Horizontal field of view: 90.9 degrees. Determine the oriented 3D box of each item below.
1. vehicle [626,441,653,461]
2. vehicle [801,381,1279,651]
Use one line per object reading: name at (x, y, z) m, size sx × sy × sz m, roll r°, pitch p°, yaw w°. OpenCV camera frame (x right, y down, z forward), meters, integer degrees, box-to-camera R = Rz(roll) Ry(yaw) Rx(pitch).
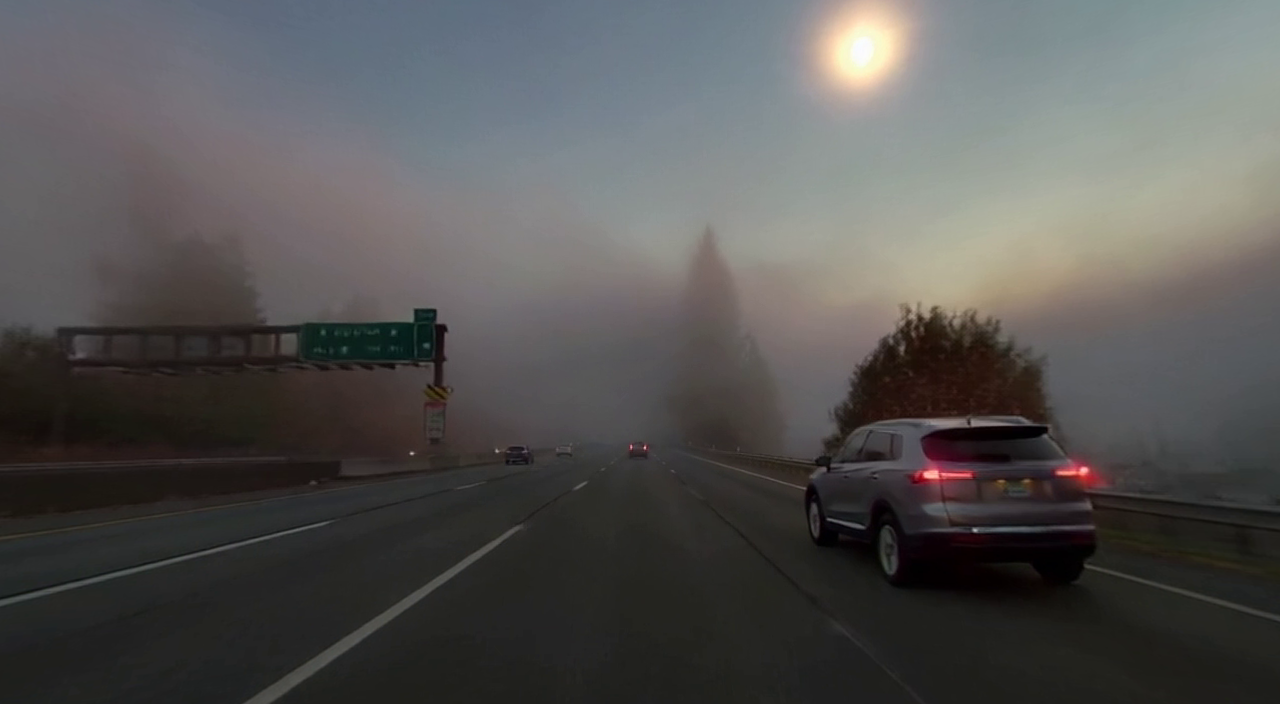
vehicle at (-0.033, 7.668, 49.100) m, size 1.985 × 1.450 × 4.266 m, roll 0°, pitch -8°, yaw 0°
vehicle at (3.225, 1.348, 6.193) m, size 2.120 × 1.706 × 4.226 m, roll 0°, pitch -8°, yaw 0°
